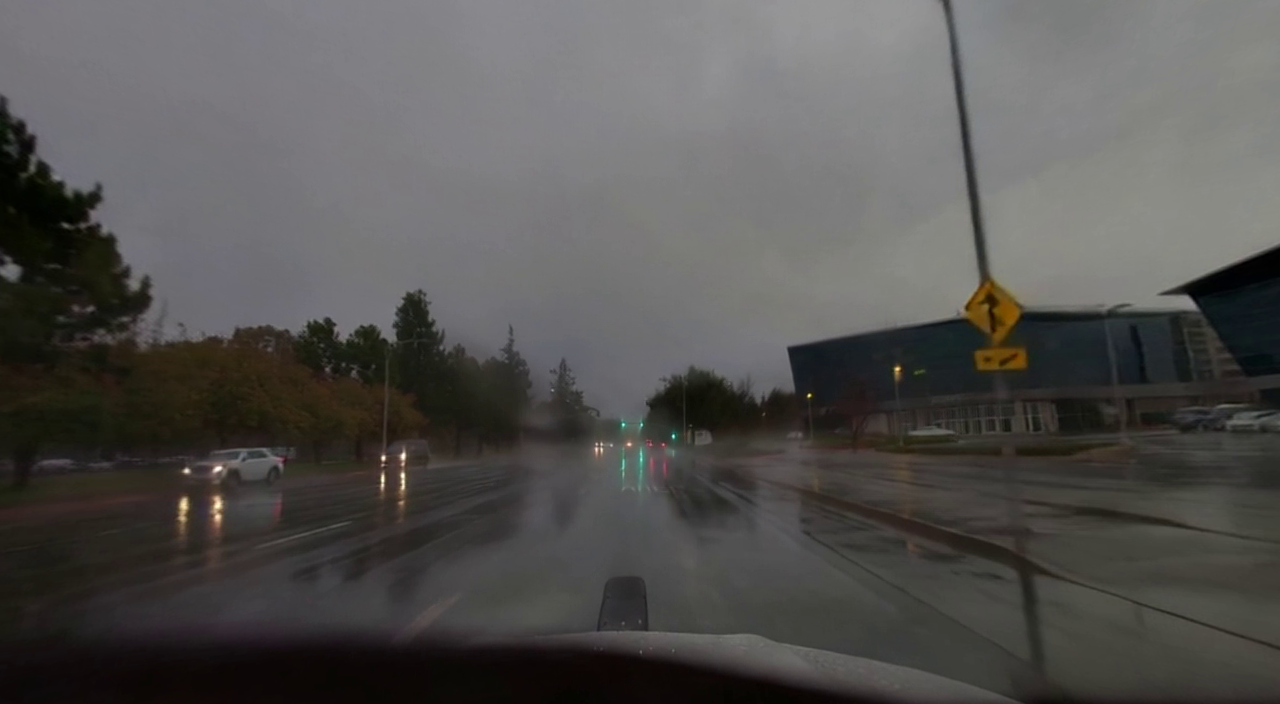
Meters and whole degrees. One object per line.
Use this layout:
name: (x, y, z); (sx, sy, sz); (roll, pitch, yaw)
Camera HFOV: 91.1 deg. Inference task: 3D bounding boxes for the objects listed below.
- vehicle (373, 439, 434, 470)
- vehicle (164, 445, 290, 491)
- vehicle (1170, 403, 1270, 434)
vehicle: (-17.154, 7.429, 45.842); (2.331, 2.109, 5.400); (0, -8, 0)
vehicle: (-17.297, 4.840, 26.638); (2.112, 1.754, 4.740); (0, -8, 0)
vehicle: (39.858, 4.659, 43.342); (1.882, 1.686, 5.050); (-2, -10, -3)
